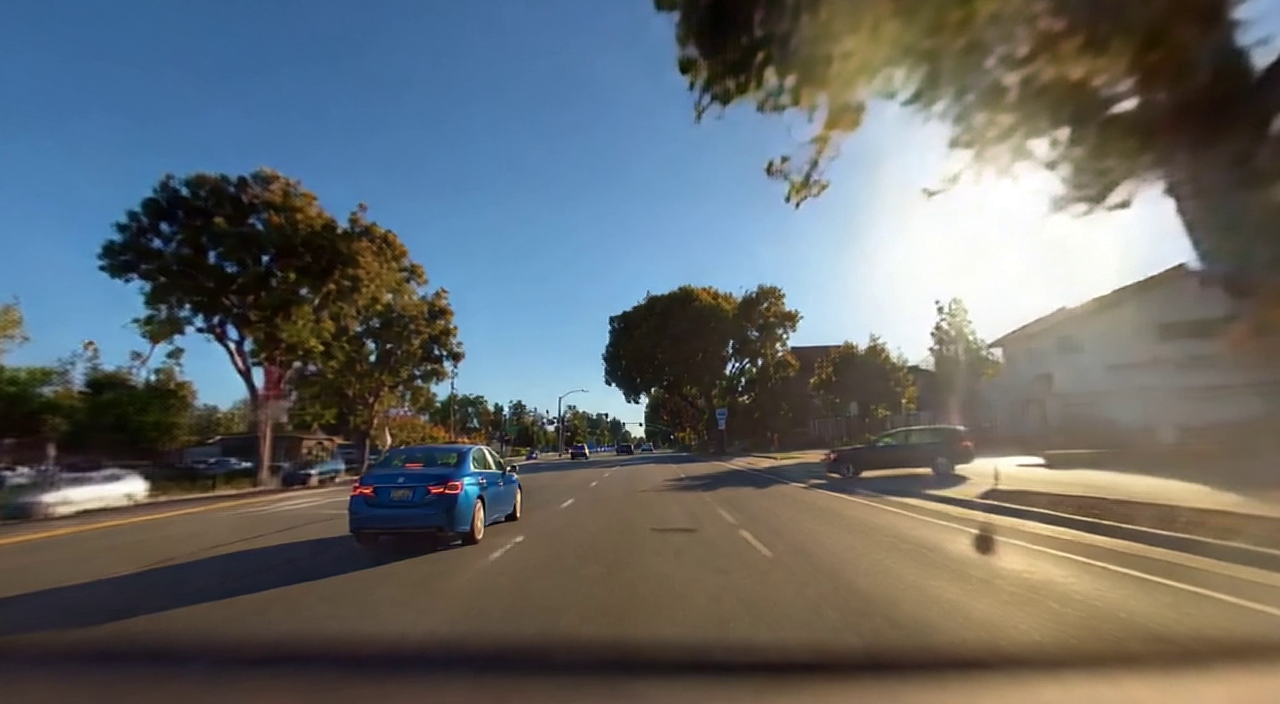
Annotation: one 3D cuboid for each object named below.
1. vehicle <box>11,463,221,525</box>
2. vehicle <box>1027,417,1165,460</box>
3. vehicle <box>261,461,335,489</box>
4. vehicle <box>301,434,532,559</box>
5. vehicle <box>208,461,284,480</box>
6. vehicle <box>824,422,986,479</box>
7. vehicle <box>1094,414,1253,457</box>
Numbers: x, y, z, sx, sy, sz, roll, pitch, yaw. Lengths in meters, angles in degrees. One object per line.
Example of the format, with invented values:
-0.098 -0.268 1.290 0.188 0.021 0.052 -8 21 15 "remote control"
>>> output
-14.525 3.937 17.936 1.964 1.376 4.627 -1 -9 0 "vehicle"
17.162 3.333 24.050 1.966 1.451 4.297 0 -9 -1 "vehicle"
-20.168 7.256 37.427 1.757 1.449 4.416 -1 -9 3 "vehicle"
-3.080 2.079 9.855 1.924 1.480 4.421 -1 -9 1 "vehicle"
-30.875 9.300 49.436 4.737 1.375 1.926 -1 -8 3 "vehicle"
8.567 3.256 20.844 4.511 1.720 2.131 -2 -8 11 "vehicle"
19.999 3.217 23.972 1.857 1.471 4.717 0 -9 -1 "vehicle"
